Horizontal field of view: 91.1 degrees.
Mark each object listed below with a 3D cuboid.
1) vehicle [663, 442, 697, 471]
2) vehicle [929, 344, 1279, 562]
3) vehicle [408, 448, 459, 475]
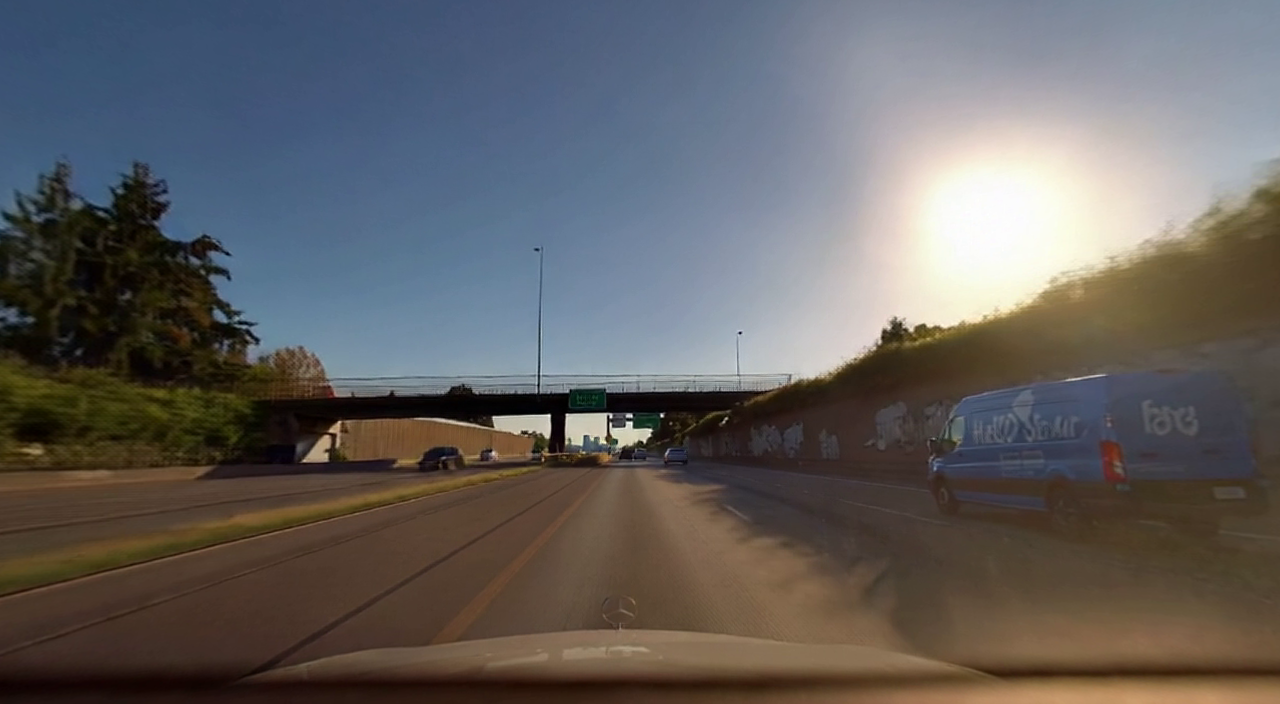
[{"bbox_3d":[2.888,7.670,46.218,2.007,1.943,5.010,0,-9,-2],"label":"vehicle"},{"bbox_3d":[7.415,1.633,10.515,2.283,2.631,5.719,0,-9,-1],"label":"vehicle"},{"bbox_3d":[-12.174,6.429,37.203,1.774,1.495,3.698,0,-9,-1],"label":"vehicle"}]
